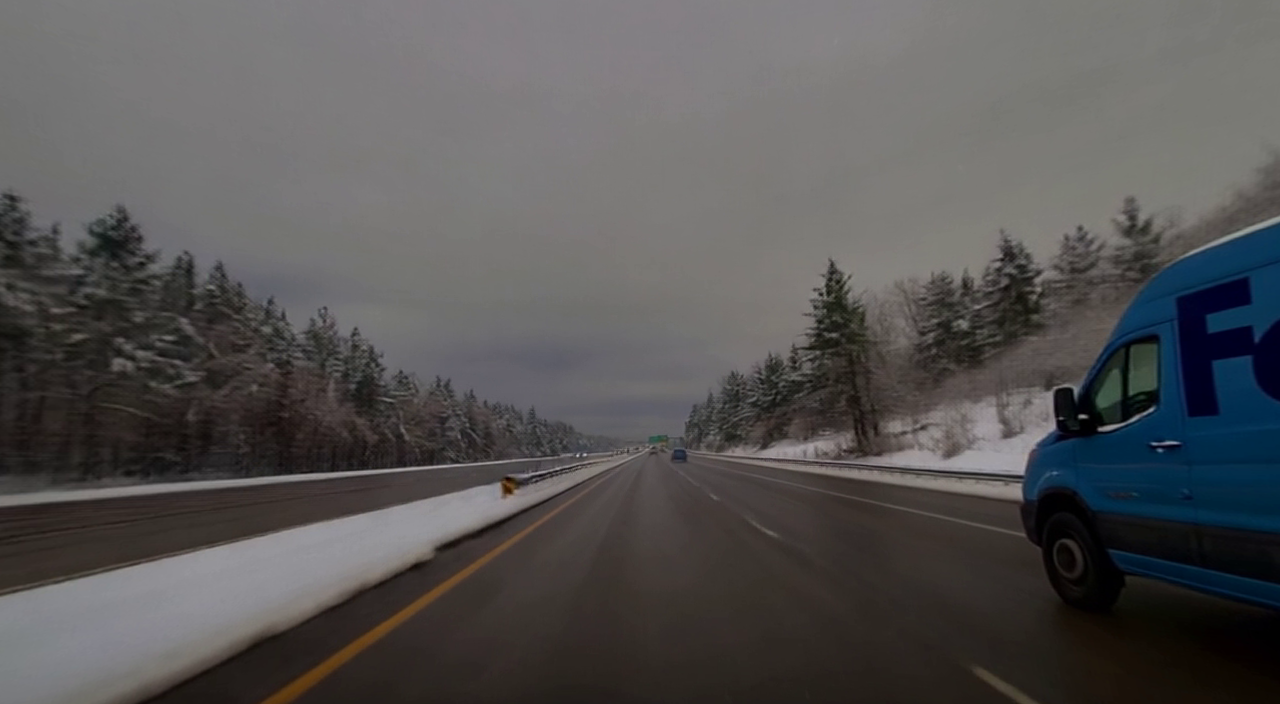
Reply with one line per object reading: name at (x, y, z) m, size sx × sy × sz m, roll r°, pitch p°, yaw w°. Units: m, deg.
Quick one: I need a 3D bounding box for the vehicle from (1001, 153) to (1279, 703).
vehicle at (3.997, 0.256, 1.514) m, size 2.522 × 2.556 × 6.180 m, roll 0°, pitch -9°, yaw 0°
